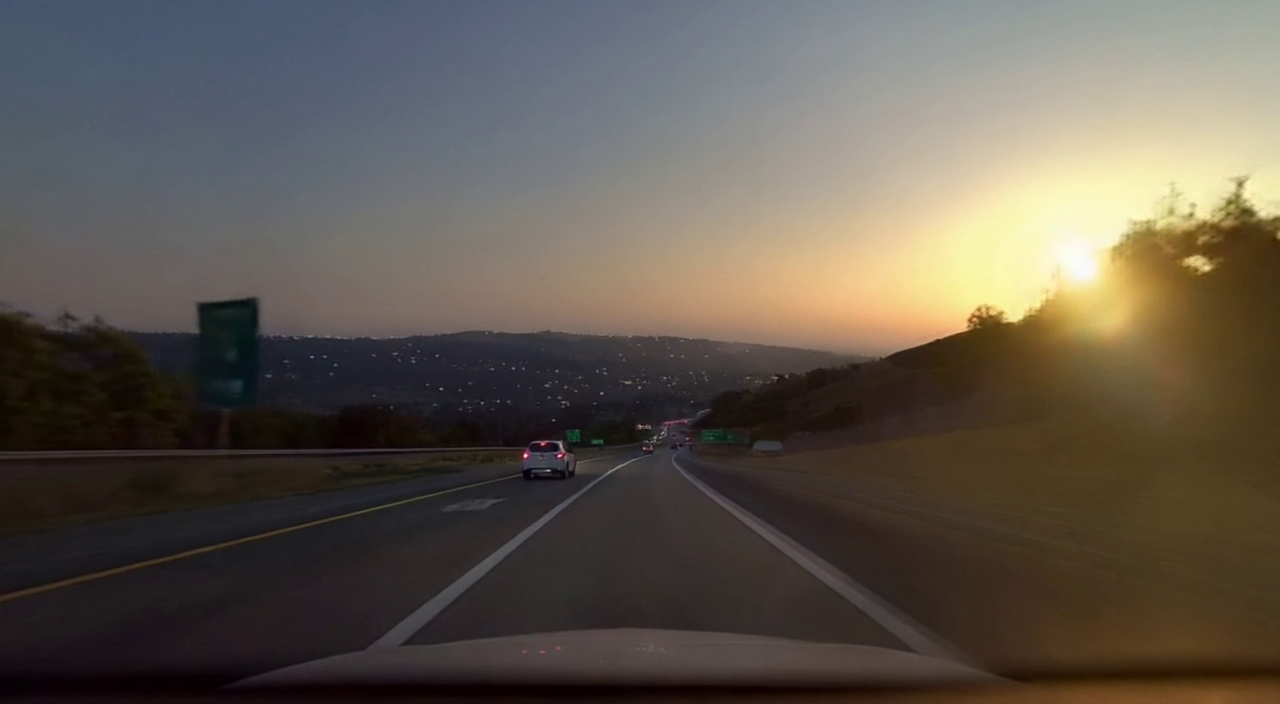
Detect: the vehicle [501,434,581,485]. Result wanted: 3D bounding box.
[{"bbox_3d":[-3.714,4.160,24.677,2.193,1.771,4.757,0,-9,2],"label":"vehicle"}]
